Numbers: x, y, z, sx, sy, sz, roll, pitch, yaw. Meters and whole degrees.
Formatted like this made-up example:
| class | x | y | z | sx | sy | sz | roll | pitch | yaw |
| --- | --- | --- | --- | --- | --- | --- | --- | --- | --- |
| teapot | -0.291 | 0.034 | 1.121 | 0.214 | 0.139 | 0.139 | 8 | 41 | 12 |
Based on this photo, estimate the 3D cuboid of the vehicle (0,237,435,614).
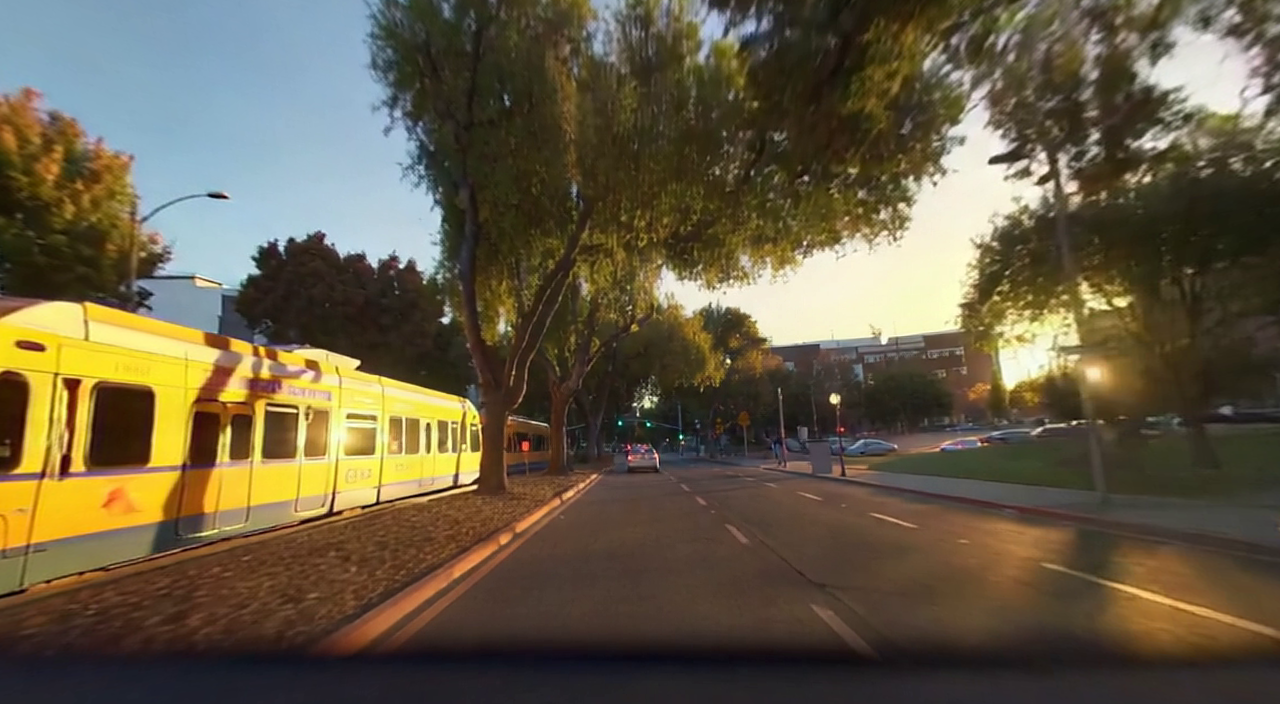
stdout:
| class | x | y | z | sx | sy | sz | roll | pitch | yaw |
| --- | --- | --- | --- | --- | --- | --- | --- | --- | --- |
| vehicle | -7.793 | 1.501 | 12.671 | 2.897 | 3.700 | 13.528 | 0 | -7 | 0 |

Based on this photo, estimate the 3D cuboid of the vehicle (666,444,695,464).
| class | x | y | z | sx | sy | sz | roll | pitch | yaw |
| --- | --- | --- | --- | --- | --- | --- | --- | --- | --- |
| vehicle | 3.116 | 7.915 | 49.109 | 1.944 | 1.447 | 4.392 | 0 | -8 | 0 |

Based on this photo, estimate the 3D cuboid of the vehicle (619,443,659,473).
| class | x | y | z | sx | sy | sz | roll | pitch | yaw |
| --- | --- | --- | --- | --- | --- | --- | --- | --- | --- |
| vehicle | -0.072 | 5.558 | 33.440 | 2.002 | 1.471 | 4.337 | 0 | -8 | 0 |
